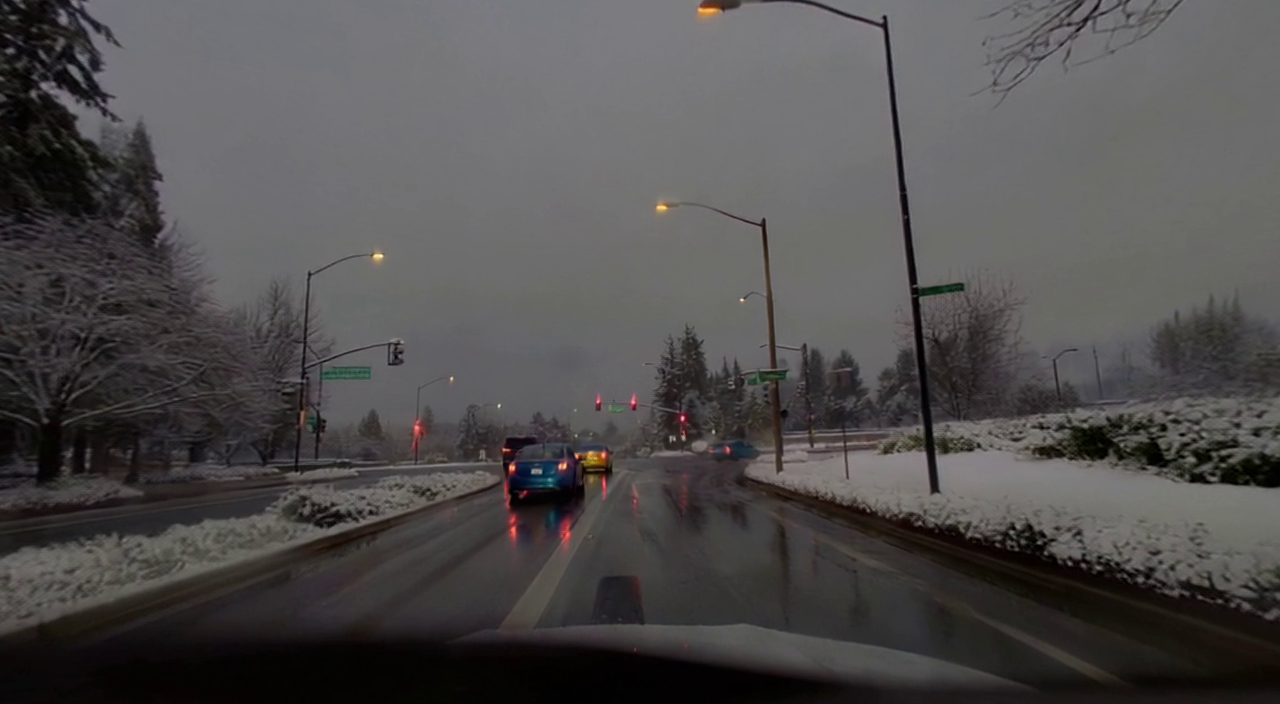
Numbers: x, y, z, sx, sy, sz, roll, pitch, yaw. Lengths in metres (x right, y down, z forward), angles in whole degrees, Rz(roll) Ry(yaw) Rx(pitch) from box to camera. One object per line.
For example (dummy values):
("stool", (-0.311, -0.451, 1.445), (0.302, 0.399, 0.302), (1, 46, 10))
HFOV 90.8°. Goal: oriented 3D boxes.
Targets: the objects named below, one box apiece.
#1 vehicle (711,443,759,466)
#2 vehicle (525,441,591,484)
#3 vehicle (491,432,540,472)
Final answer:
("vehicle", (6.173, 6.580, 40.647), (1.945, 1.410, 4.284), (-4, -9, 24))
("vehicle", (-3.066, 4.223, 24.463), (1.979, 1.492, 3.930), (0, -9, 1))
("vehicle", (-6.849, 5.525, 34.973), (2.390, 2.020, 5.085), (1, -9, -10))
